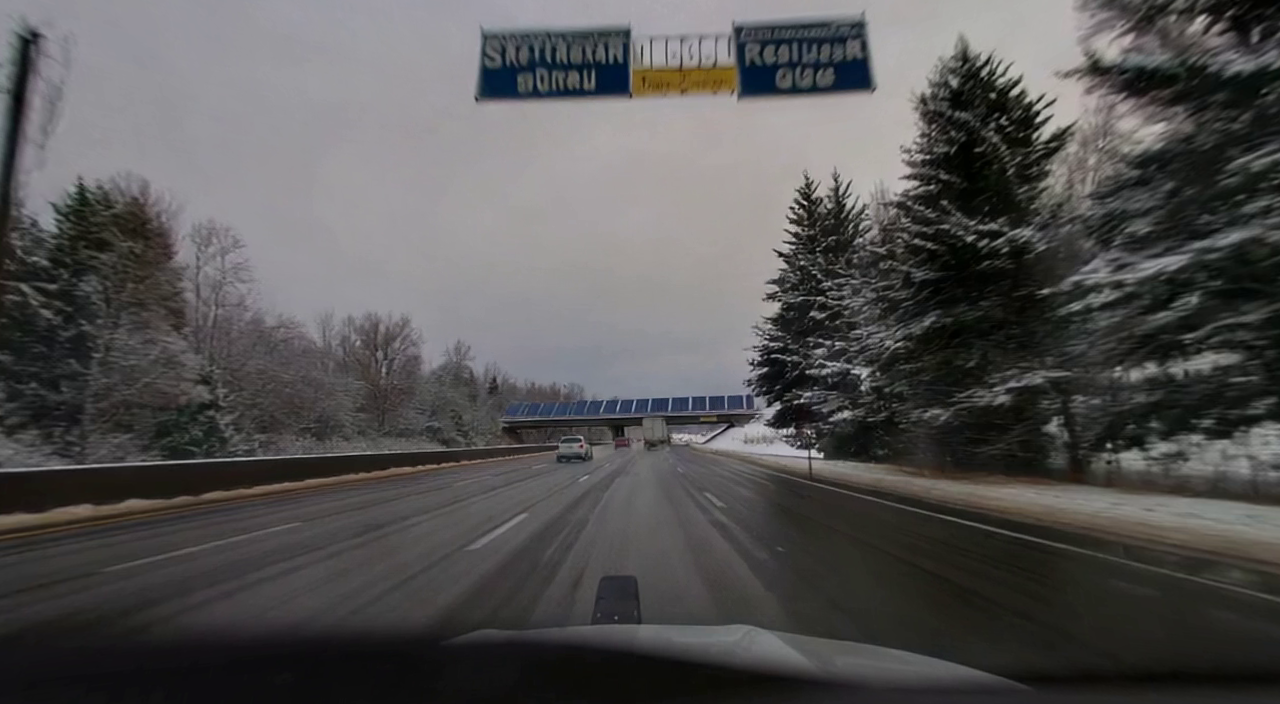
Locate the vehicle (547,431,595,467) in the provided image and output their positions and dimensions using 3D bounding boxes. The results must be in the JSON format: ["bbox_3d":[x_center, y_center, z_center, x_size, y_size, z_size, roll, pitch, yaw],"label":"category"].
[{"bbox_3d":[-3.950,5.639,36.857,2.130,1.935,4.817,-1,-8,1],"label":"vehicle"}]
